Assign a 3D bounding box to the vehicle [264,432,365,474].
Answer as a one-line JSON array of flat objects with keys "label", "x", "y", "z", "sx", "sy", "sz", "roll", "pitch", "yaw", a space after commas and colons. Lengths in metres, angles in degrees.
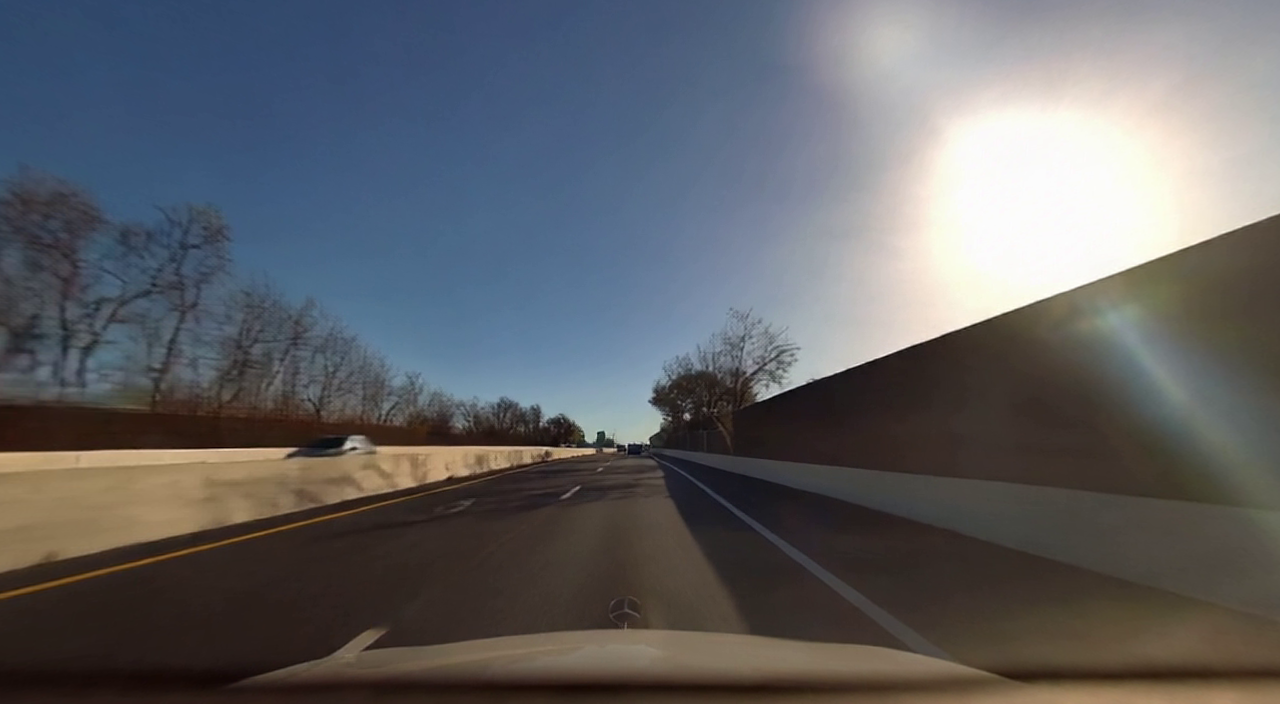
[{"label": "vehicle", "x": -12.548, "y": 3.915, "z": 24.500, "sx": 1.832, "sy": 1.504, "sz": 3.901, "roll": 0, "pitch": -8, "yaw": 0}]
